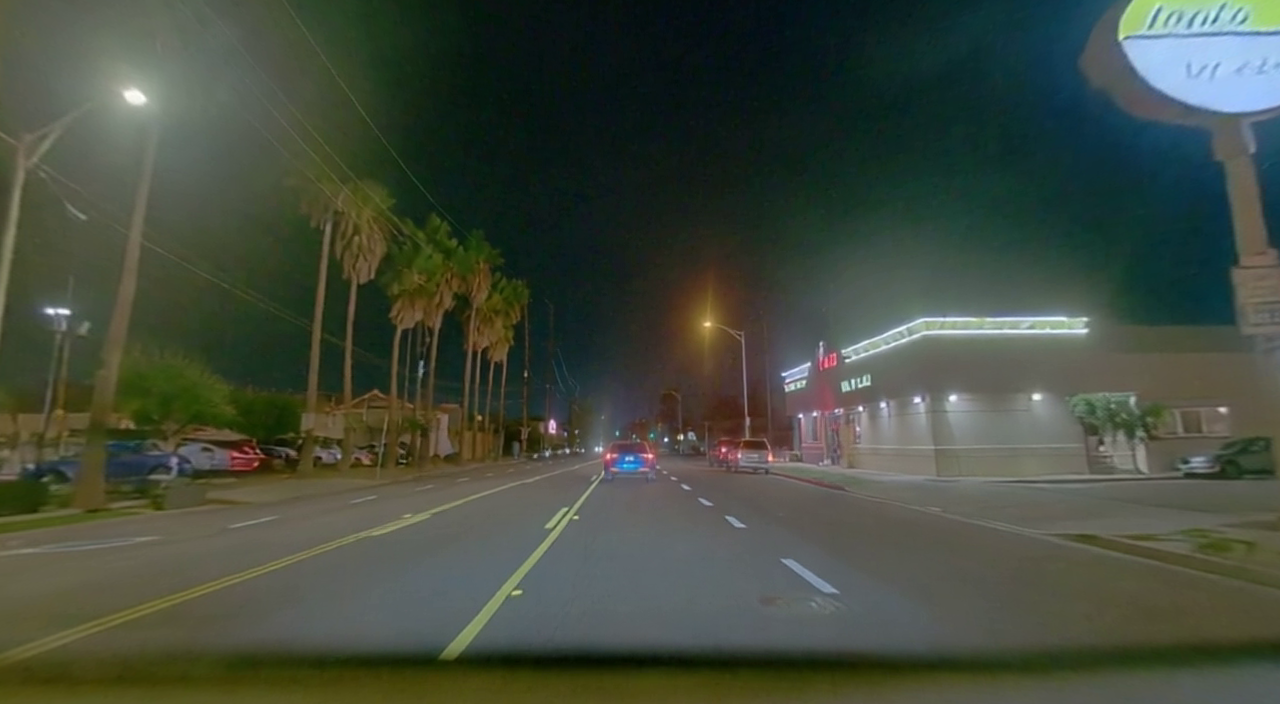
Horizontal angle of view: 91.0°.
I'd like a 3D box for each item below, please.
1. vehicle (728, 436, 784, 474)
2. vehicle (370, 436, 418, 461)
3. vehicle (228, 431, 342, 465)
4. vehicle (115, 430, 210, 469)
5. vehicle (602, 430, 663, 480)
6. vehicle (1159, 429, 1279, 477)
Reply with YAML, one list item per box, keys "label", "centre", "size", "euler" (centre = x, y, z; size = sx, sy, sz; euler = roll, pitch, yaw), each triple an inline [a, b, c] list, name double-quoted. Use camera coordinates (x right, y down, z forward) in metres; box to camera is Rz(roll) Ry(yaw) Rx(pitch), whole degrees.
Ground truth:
- label: "vehicle"
  centre: [5.844, 5.228, 32.276]
  size: [1.945, 1.791, 4.460]
  euler: [0, -8, 0]
- label: "vehicle"
  centre: [-17.762, 6.991, 45.721]
  size: [2.084, 1.678, 4.707]
  euler: [1, -8, -7]
- label: "vehicle"
  centre: [-19.176, 5.183, 34.156]
  size: [4.976, 1.741, 1.986]
  euler: [7, -11, -40]
- label: "vehicle"
  centre: [-22.144, 4.520, 29.415]
  size: [1.860, 1.656, 4.483]
  euler: [2, -8, -14]
- label: "vehicle"
  centre: [-0.313, 4.145, 25.600]
  size: [2.264, 1.798, 4.563]
  euler: [0, -8, -1]
- label: "vehicle"
  centre: [20.218, 3.276, 20.584]
  size: [4.707, 1.461, 1.994]
  euler: [0, -8, -2]
